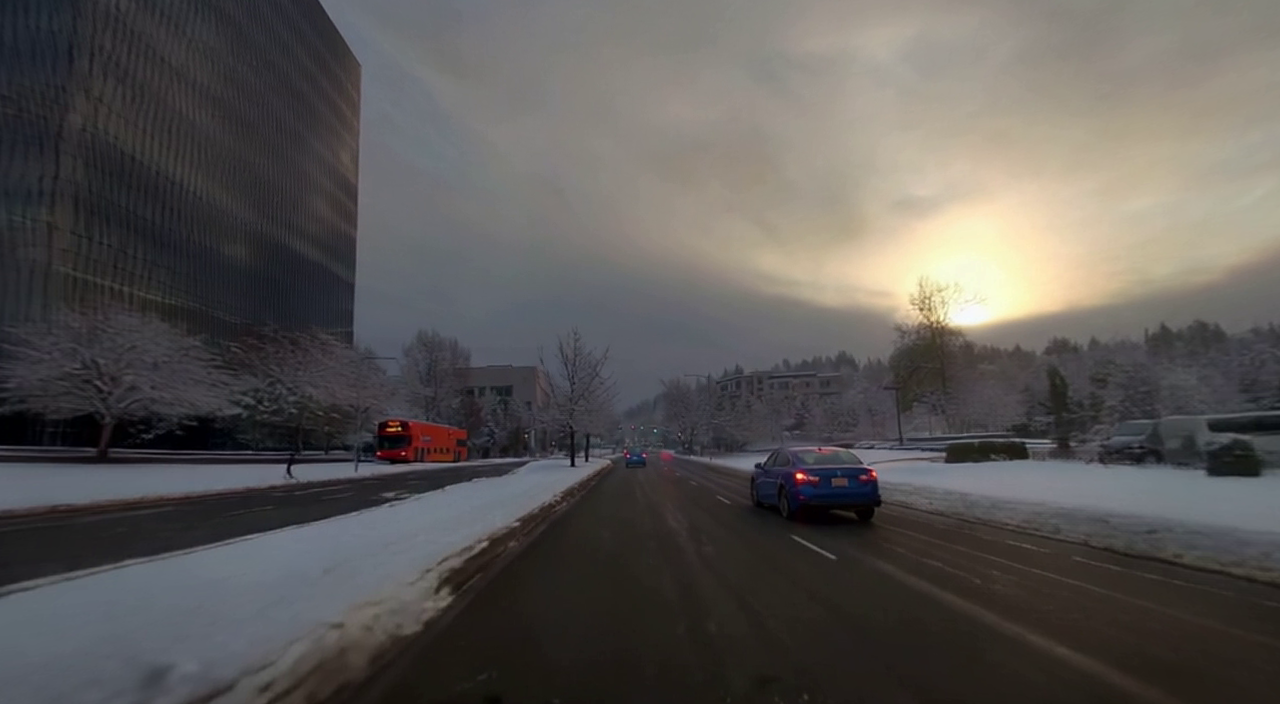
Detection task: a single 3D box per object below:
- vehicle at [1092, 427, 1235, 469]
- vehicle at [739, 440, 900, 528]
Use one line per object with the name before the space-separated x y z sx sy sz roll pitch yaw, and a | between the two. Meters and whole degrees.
vehicle | 20.640 3.780 24.940 3.996 1.481 1.853 -1 -8 -1
vehicle | 3.440 2.605 13.010 1.993 1.501 4.127 0 -9 -2
